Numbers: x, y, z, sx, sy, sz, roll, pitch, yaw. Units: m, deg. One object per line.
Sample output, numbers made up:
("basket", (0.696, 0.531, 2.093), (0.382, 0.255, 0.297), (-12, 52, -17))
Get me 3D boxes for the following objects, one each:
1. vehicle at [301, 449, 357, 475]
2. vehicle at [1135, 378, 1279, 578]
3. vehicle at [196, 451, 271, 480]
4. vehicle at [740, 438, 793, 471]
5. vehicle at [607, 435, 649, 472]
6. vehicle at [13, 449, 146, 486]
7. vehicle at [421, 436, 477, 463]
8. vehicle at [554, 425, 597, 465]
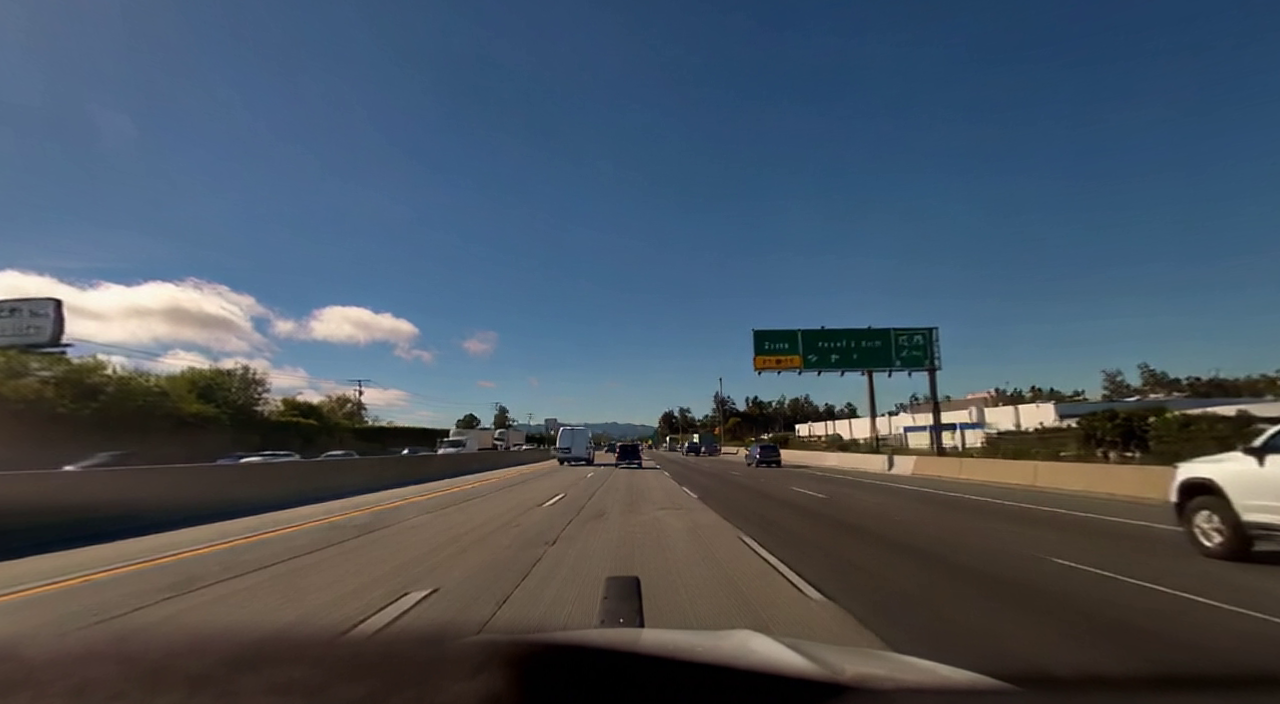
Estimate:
("vehicle", (-17.667, 6.232, 36.015), (1.469, 1.355, 3.317), (0, -9, -1))
("vehicle", (7.368, 1.136, 5.515), (2.077, 1.955, 4.817), (0, -9, -1))
("vehicle", (-21.281, 5.923, 33.188), (1.691, 1.389, 3.359), (0, -9, 0))
("vehicle", (6.903, 5.651, 35.039), (1.944, 1.666, 4.184), (0, -9, -2))
("vehicle", (-0.581, 5.189, 32.479), (2.002, 1.759, 4.658), (0, -9, 0))
("vehicle", (-25.357, 5.201, 28.845), (1.915, 1.502, 4.535), (0, -9, -1))
("vehicle", (-14.111, 7.251, 47.020), (2.361, 1.835, 5.770), (0, -9, 0))
("vehicle", (-4.448, 6.543, 44.547), (2.398, 2.593, 5.808), (0, -9, 0))
